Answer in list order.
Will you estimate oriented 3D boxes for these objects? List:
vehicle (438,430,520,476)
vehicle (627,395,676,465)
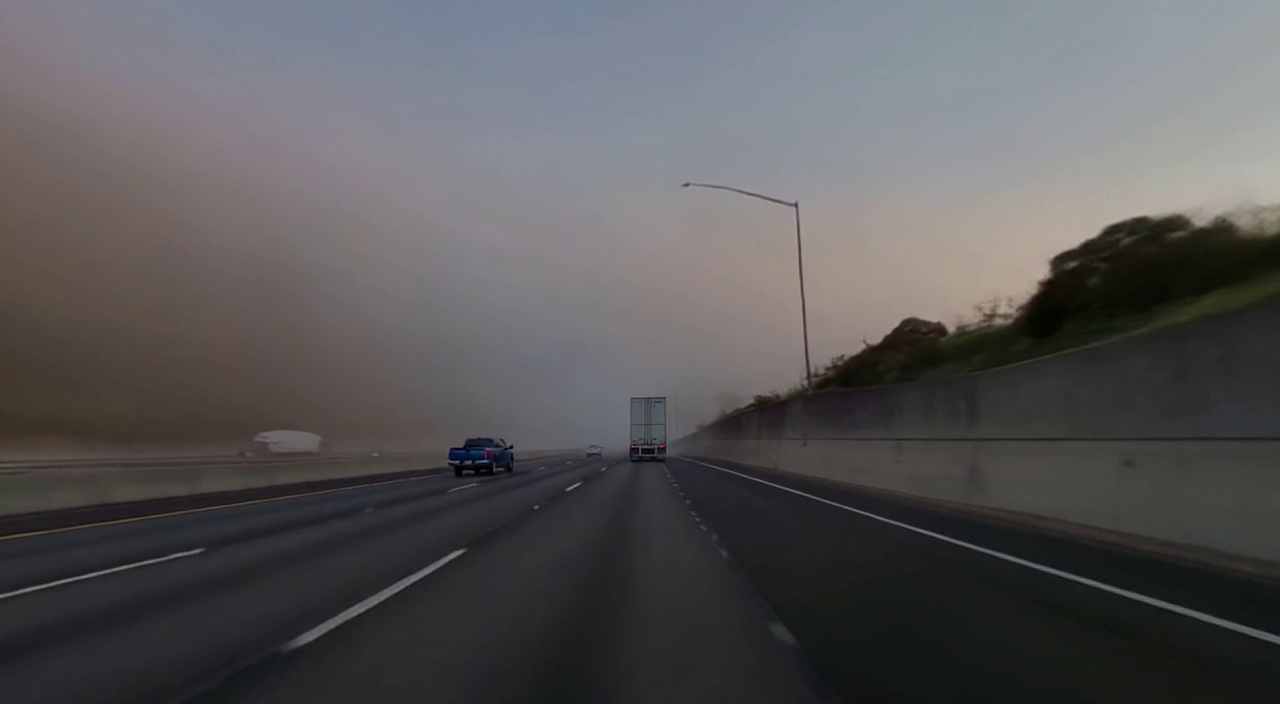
[{"bbox_3d":[-7.048,4.477,28.308,2.113,1.837,5.339,0,-8,1],"label":"vehicle"},{"bbox_3d":[0.841,5.865,46.176,2.951,4.229,15.519,0,-8,1],"label":"vehicle"}]
